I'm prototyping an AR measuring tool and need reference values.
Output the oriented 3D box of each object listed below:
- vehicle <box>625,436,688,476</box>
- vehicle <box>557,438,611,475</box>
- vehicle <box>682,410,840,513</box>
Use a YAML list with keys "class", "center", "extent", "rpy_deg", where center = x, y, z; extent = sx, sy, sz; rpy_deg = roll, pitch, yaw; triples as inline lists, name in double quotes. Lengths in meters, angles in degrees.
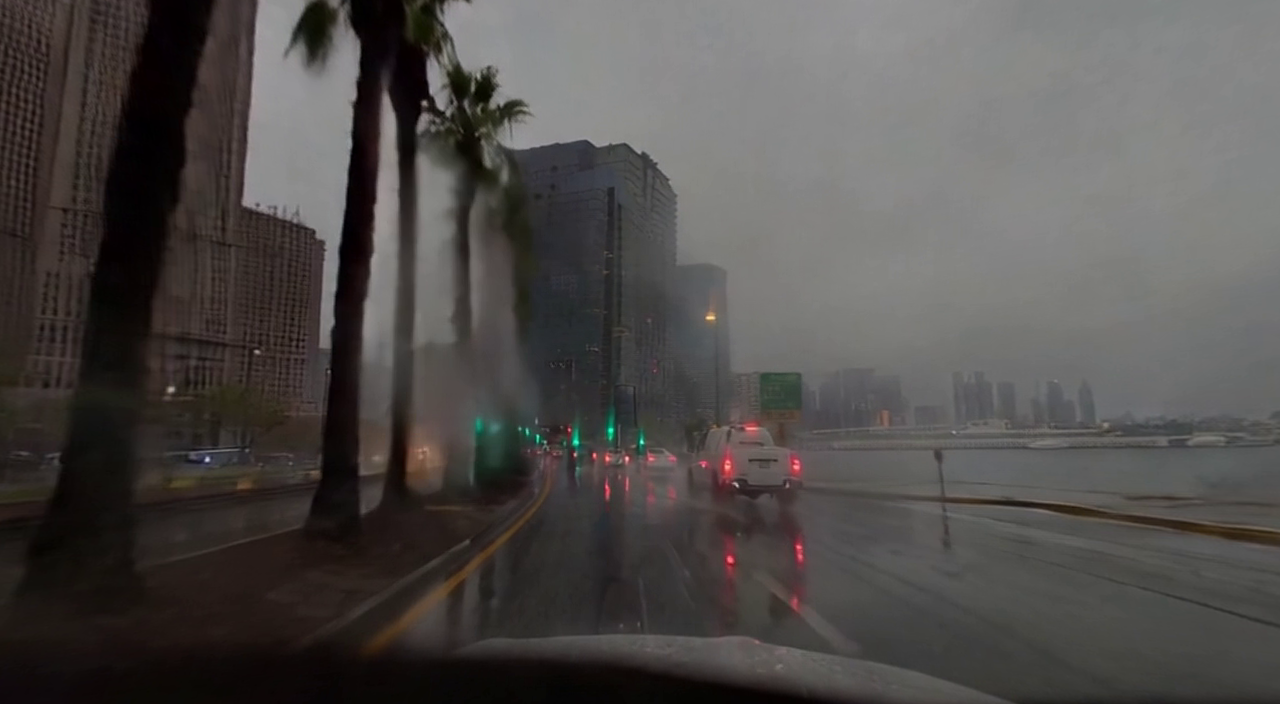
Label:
- class: "vehicle"
  center: [0.667, 4.848, 29.627]
  extent: [2.214, 1.711, 4.474]
  rpy_deg: [1, -9, -9]
- class: "vehicle"
  center: [-2.865, 5.101, 31.074]
  extent: [2.332, 1.625, 4.933]
  rpy_deg: [1, -9, -9]
- class: "vehicle"
  center: [2.559, 2.542, 15.040]
  extent: [2.407, 1.991, 5.130]
  rpy_deg: [0, -9, -4]
